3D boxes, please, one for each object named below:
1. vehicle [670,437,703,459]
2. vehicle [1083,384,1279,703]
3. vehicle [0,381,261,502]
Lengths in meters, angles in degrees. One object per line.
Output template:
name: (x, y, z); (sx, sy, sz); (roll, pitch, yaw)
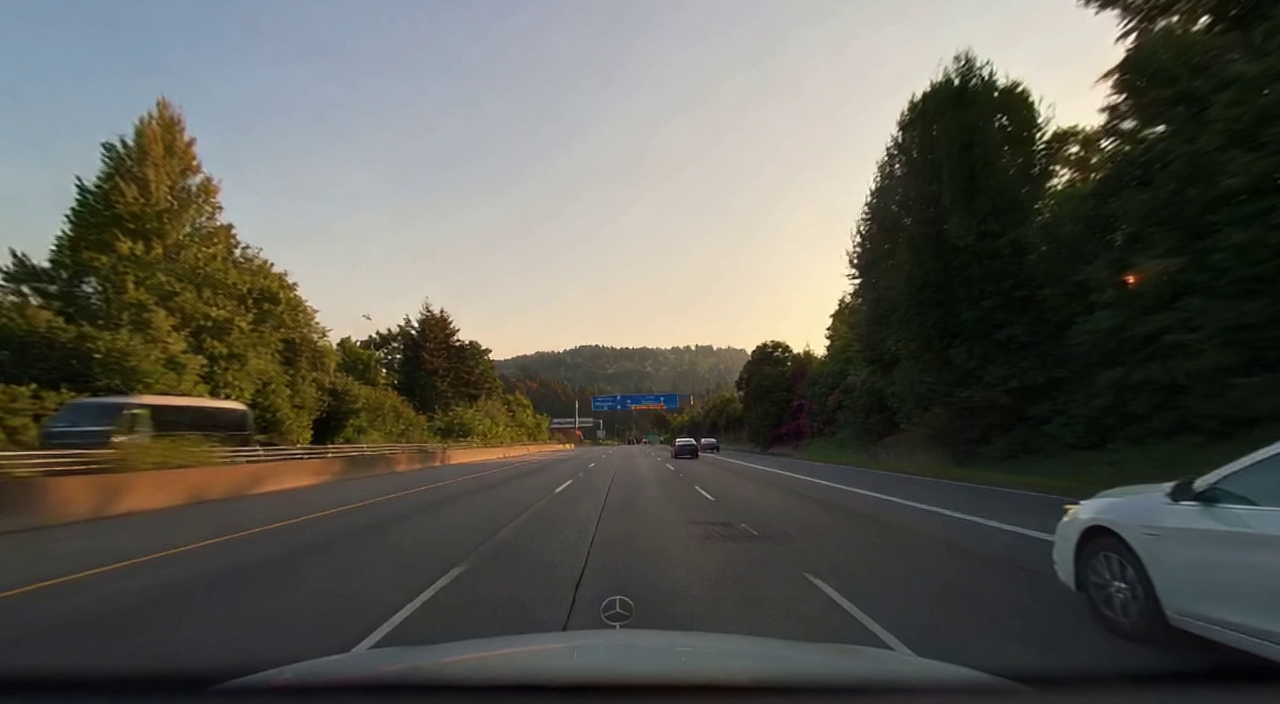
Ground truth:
vehicle: (3.179, 6.594, 43.564); (1.819, 1.468, 3.770); (0, -8, -2)
vehicle: (3.468, 0.689, 1.119); (1.981, 1.475, 4.579); (0, -8, -1)
vehicle: (-19.032, 3.377, 24.049); (2.975, 3.570, 10.091); (-2, -8, -1)
